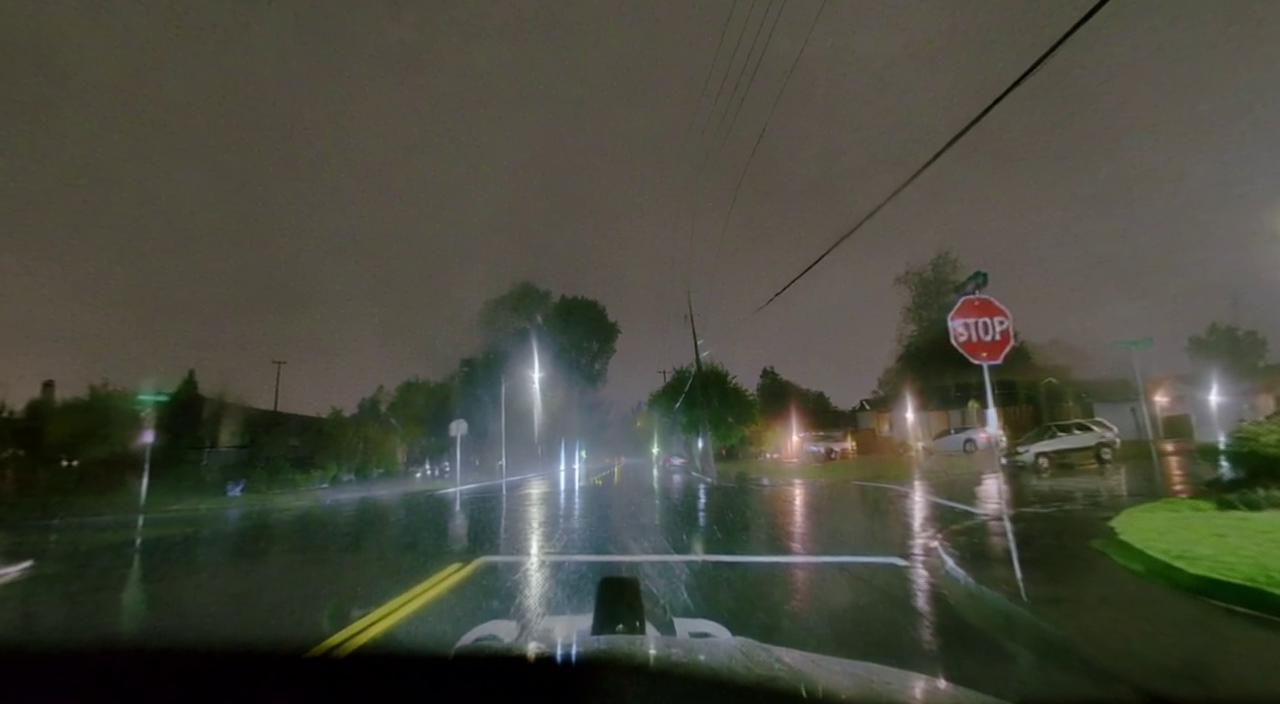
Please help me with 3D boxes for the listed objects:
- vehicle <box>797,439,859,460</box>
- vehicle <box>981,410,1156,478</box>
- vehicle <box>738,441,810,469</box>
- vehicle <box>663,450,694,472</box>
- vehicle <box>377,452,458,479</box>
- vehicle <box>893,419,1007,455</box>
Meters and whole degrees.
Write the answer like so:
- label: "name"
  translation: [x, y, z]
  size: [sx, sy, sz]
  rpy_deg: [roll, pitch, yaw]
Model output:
- label: "vehicle"
  translation: [13.619, 7.020, 45.659]
  size: [4.032, 1.444, 1.747]
  rpy_deg: [3, -9, -23]
- label: "vehicle"
  translation: [14.924, 3.237, 22.107]
  size: [4.788, 1.875, 2.148]
  rpy_deg: [1, -20, -16]
- label: "vehicle"
  translation: [9.216, 7.137, 43.557]
  size: [4.399, 1.537, 1.859]
  rpy_deg: [4, -20, -21]
- label: "vehicle"
  translation: [2.934, 8.483, 49.248]
  size: [2.000, 1.560, 4.487]
  rpy_deg: [0, -8, -2]
- label: "vehicle"
  translation: [-12.537, 6.405, 35.739]
  size: [3.937, 1.390, 1.644]
  rpy_deg: [0, -7, -1]
- label: "vehicle"
  translation: [14.791, 4.140, 30.428]
  size: [1.960, 1.584, 4.669]
  rpy_deg: [3, -9, -23]
